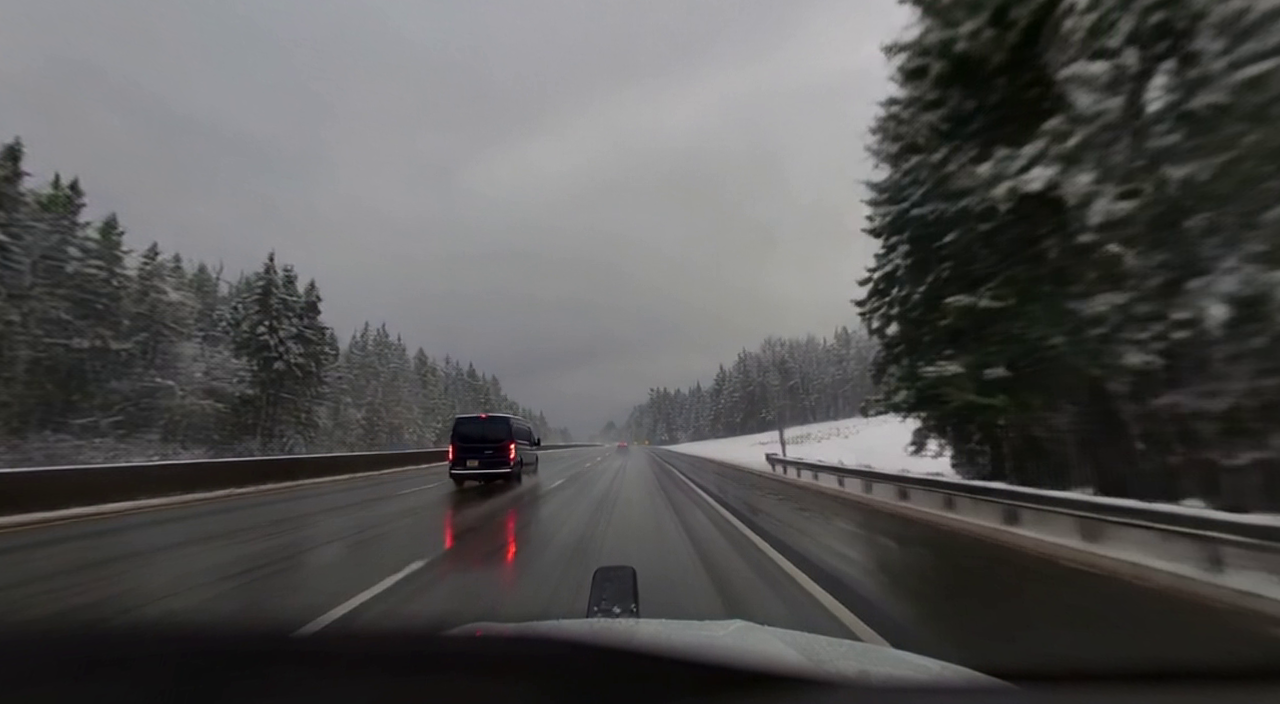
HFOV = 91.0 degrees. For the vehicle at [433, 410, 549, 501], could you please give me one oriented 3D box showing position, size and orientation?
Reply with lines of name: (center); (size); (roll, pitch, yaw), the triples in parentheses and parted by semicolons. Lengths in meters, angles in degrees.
vehicle: (-3.732, 2.698, 16.735); (1.976, 2.029, 4.737); (-1, -8, 0)
